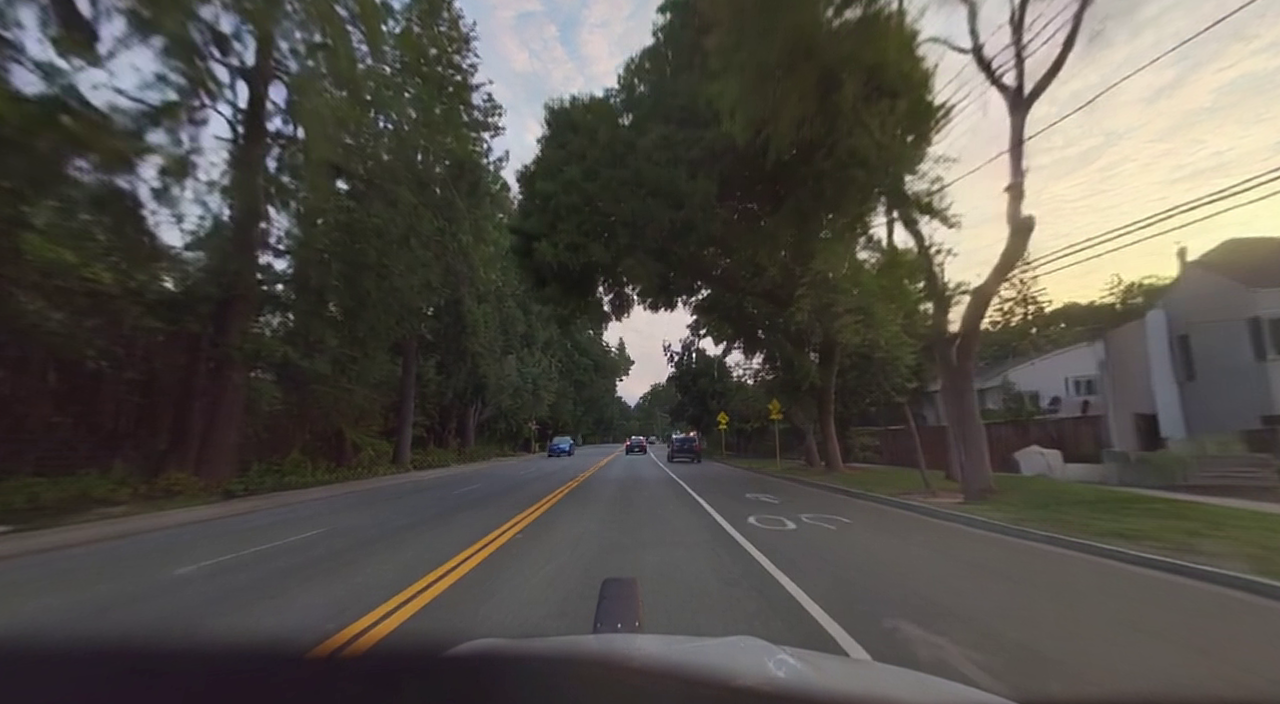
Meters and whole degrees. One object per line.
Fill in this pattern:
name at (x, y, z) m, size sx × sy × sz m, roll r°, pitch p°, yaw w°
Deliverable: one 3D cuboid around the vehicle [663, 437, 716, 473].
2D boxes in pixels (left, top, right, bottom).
vehicle at (2.132, 4.592, 28.235) m, size 1.975 × 1.497 × 3.647 m, roll 0°, pitch -8°, yaw -2°
